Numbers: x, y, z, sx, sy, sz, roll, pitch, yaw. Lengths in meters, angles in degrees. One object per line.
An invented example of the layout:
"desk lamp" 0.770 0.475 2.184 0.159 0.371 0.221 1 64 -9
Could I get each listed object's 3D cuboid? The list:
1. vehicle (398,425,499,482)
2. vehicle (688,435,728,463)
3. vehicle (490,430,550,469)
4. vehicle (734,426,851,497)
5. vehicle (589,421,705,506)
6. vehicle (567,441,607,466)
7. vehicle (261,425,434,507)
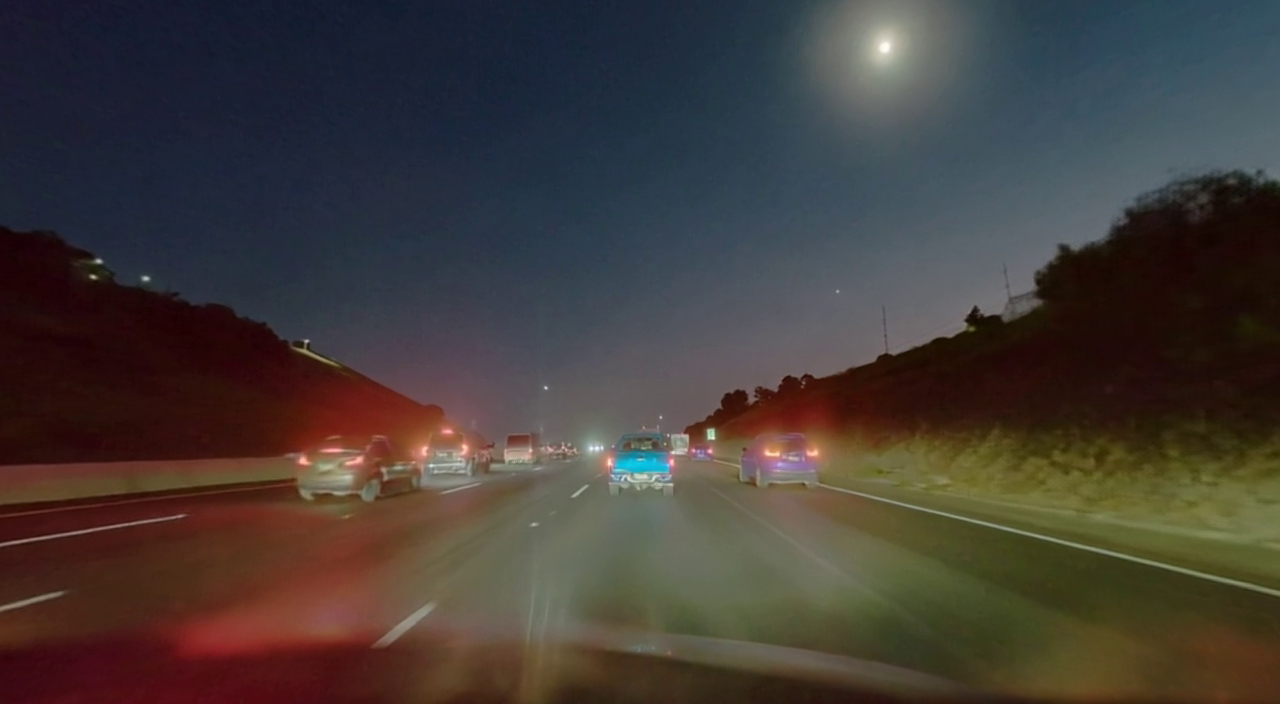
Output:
"vehicle" -7.159 3.873 24.296 2.230 1.928 5.112 0 -9 1
"vehicle" 4.774 6.952 45.161 2.204 1.852 5.845 0 -9 0
"vehicle" -6.572 5.439 35.287 2.294 1.982 5.040 0 -9 1
"vehicle" 4.084 3.032 17.800 2.092 1.723 4.629 0 -9 -1
"vehicle" 0.165 2.693 15.586 2.447 1.804 4.273 0 -9 0
"vehicle" -3.237 6.277 39.135 2.108 1.442 4.143 0 -9 0
"vehicle" -6.869 2.727 15.480 2.024 1.706 4.462 0 -9 1
